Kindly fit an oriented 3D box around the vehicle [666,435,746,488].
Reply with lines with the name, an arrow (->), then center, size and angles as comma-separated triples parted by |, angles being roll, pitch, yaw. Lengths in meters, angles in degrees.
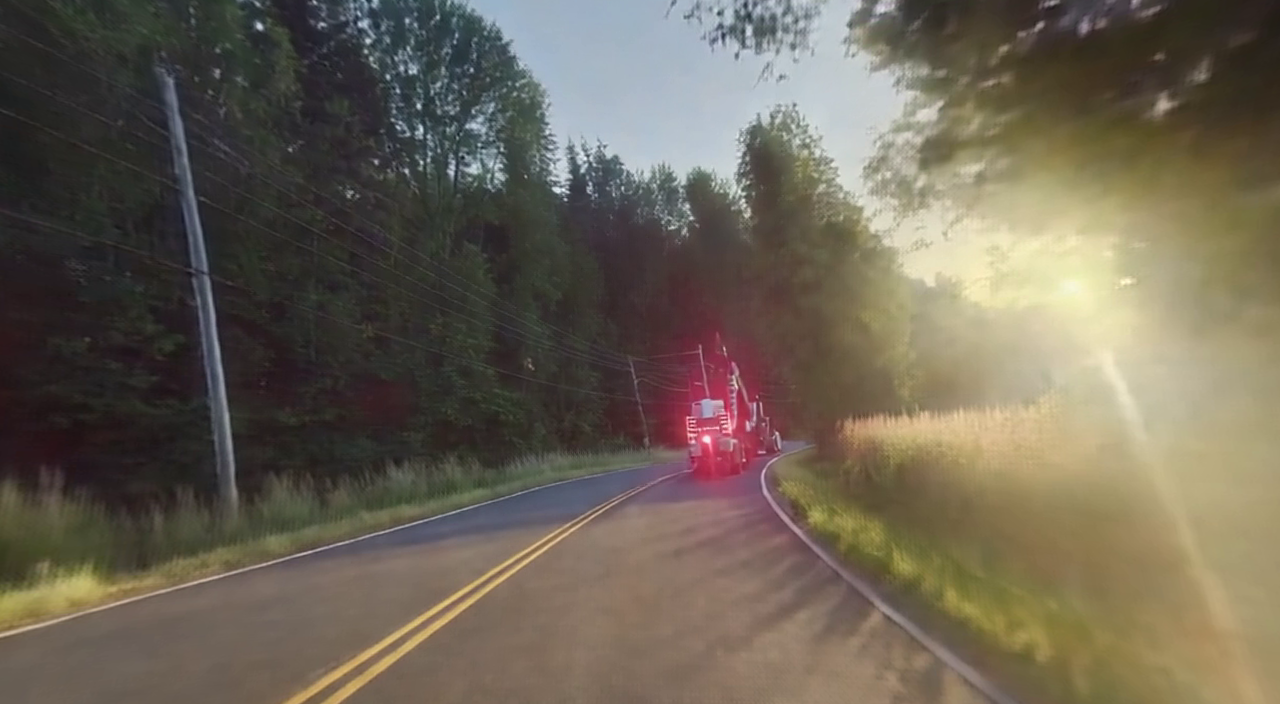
vehicle -> 2.133, 3.401, 19.857 | 2.196, 1.465, 4.294 | -1, -8, 8
